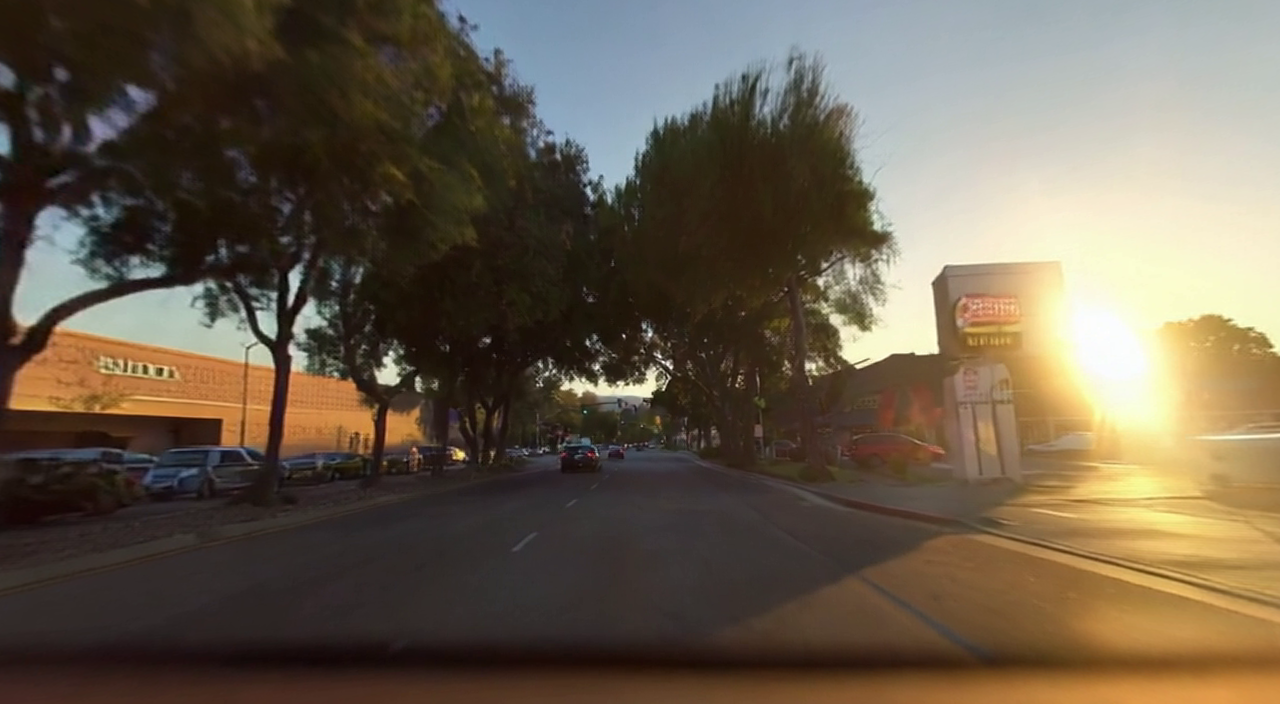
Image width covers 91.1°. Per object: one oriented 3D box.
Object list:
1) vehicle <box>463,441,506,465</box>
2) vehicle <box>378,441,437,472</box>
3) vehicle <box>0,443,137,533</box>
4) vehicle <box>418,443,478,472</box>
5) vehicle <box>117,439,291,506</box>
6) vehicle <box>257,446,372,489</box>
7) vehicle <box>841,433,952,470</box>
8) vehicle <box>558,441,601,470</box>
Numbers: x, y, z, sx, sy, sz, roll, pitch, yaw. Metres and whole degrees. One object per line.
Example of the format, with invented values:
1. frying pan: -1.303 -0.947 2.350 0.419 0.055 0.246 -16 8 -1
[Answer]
1. vehicle: -11.408 7.459 46.408 2.044 1.649 4.211 0 -8 0
2. vehicle: -15.062 6.765 40.997 1.936 1.813 4.921 -1 -8 0
3. vehicle: -11.760 2.385 11.170 1.959 1.488 4.390 0 -8 0
4. vehicle: -11.829 6.514 39.016 2.024 1.656 4.837 -1 -8 2
5. vehicle: -11.918 3.280 17.583 1.852 1.621 4.166 0 -8 0
6. vehicle: -12.136 4.294 23.778 1.948 1.453 4.431 0 -8 0
7. vehicle: 11.031 4.304 27.230 3.935 1.518 1.985 0 -8 -1
8. vehicle: -3.316 5.780 35.206 1.966 1.481 4.385 0 -8 0
